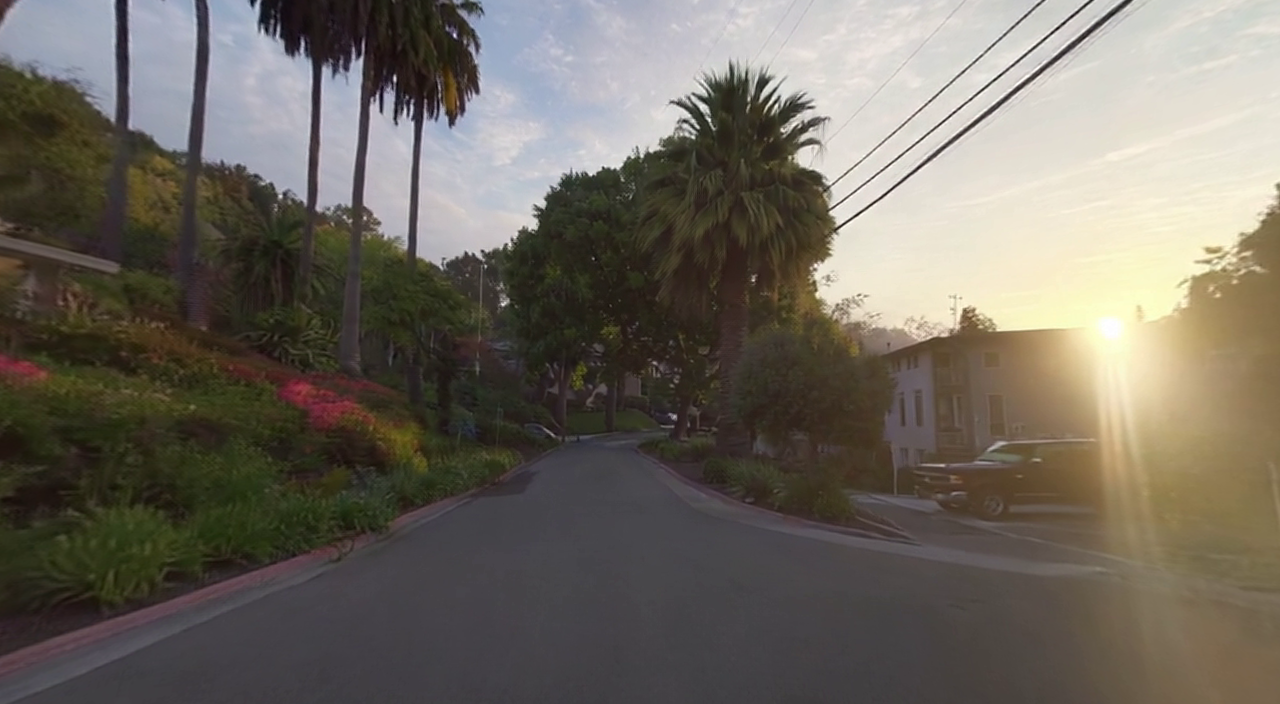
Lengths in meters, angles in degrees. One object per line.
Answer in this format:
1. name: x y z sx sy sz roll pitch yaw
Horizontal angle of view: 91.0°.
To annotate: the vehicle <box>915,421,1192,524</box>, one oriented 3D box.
1. vehicle: 9.137 2.668 13.938 5.663 1.913 2.170 5 -11 -22
